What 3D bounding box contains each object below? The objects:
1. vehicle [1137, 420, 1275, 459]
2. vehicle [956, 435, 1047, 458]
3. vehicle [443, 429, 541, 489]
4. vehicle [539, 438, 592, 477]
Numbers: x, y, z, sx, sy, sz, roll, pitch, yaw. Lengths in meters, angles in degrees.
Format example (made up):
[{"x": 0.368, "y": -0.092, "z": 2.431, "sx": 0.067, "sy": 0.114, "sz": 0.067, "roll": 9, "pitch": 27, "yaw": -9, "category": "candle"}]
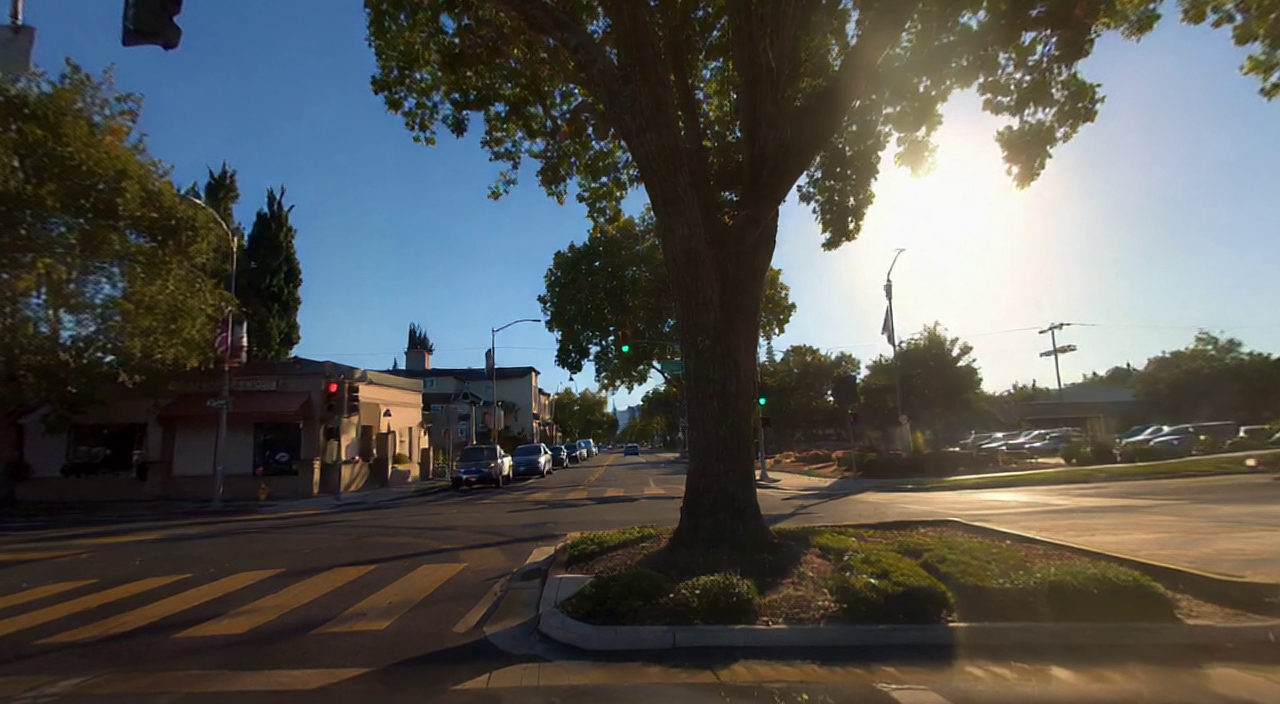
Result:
[{"x": 33.274, "y": 5.162, "z": 37.245, "sx": 5.969, "sy": 2.149, "sz": 2.331, "roll": 0, "pitch": -9, "yaw": -3, "category": "vehicle"}, {"x": 25.007, "y": 6.552, "z": 43.840, "sx": 5.172, "sy": 1.515, "sz": 1.851, "roll": 0, "pitch": -9, "yaw": -2, "category": "vehicle"}, {"x": -6.500, "y": 4.836, "z": 28.973, "sx": 2.896, "sy": 2.339, "sz": 7.322, "roll": 0, "pitch": -9, "yaw": -1, "category": "vehicle"}, {"x": -3.648, "y": 5.286, "z": 31.920, "sx": 2.120, "sy": 1.783, "sz": 4.788, "roll": 0, "pitch": -9, "yaw": 0, "category": "vehicle"}]
